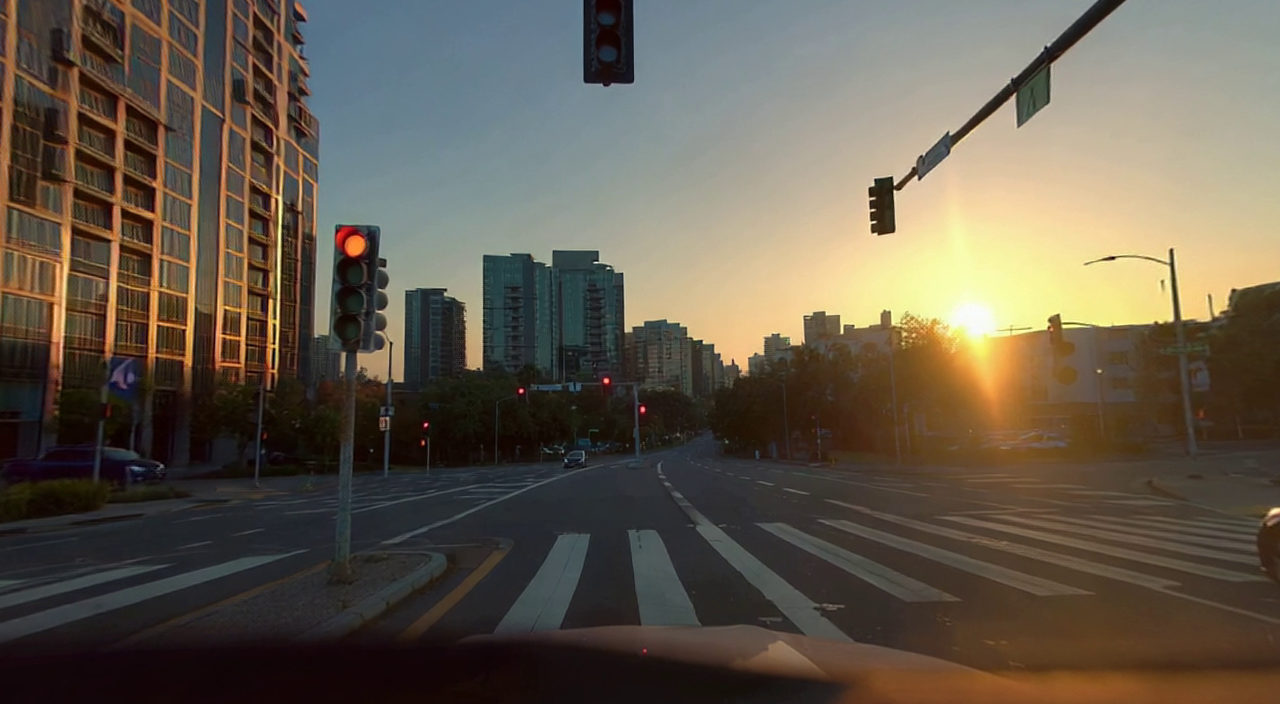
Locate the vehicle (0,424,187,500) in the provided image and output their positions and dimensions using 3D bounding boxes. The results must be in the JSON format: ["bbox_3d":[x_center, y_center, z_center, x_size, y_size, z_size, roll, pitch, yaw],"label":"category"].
[{"bbox_3d":[-24.627,4.822,27.586,7.088,3.096,2.678,0,-9,-2],"label":"vehicle"}]
